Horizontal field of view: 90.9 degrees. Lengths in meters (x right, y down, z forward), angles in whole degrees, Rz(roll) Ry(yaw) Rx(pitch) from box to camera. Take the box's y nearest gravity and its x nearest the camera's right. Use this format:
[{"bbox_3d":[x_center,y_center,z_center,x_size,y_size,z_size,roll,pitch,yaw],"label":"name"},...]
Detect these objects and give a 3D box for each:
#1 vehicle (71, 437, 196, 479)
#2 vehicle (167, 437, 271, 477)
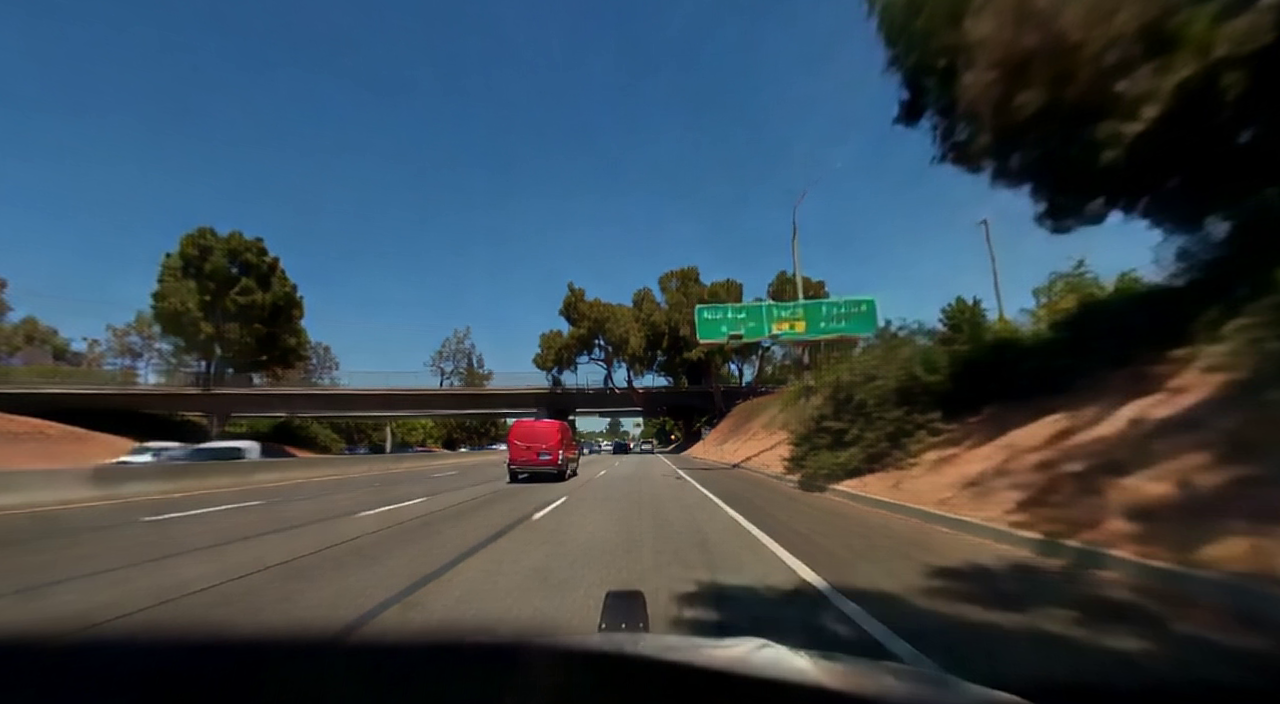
[{"bbox_3d":[-20.222,4.232,25.402,1.890,1.538,3.644,0,-8,3],"label":"vehicle"},{"bbox_3d":[-16.223,4.049,24.509,1.530,1.404,3.459,0,-8,2],"label":"vehicle"}]
